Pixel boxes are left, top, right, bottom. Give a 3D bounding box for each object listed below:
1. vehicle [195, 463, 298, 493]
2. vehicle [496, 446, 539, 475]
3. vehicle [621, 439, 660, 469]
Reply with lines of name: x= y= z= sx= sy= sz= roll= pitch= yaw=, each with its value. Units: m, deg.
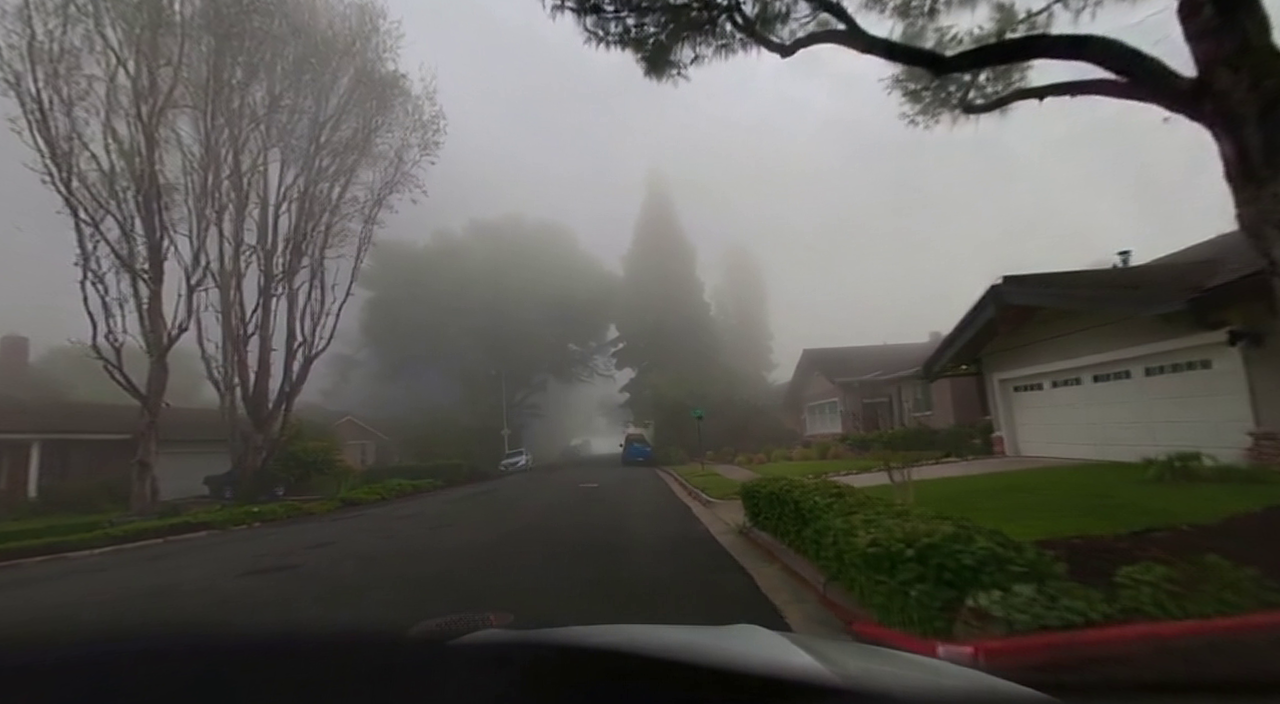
vehicle: x=-21.639 y=6.941 z=34.860 sx=4.404 sy=1.495 sz=1.844 roll=0 pitch=-9 yaw=0
vehicle: x=-8.810 y=7.838 z=45.905 sx=2.208 sy=1.834 sz=4.675 roll=-4 pitch=-8 yaw=-2
vehicle: x=-0.045 y=5.841 z=36.209 sx=2.005 sy=1.553 sz=3.984 roll=0 pitch=-9 yaw=-3
